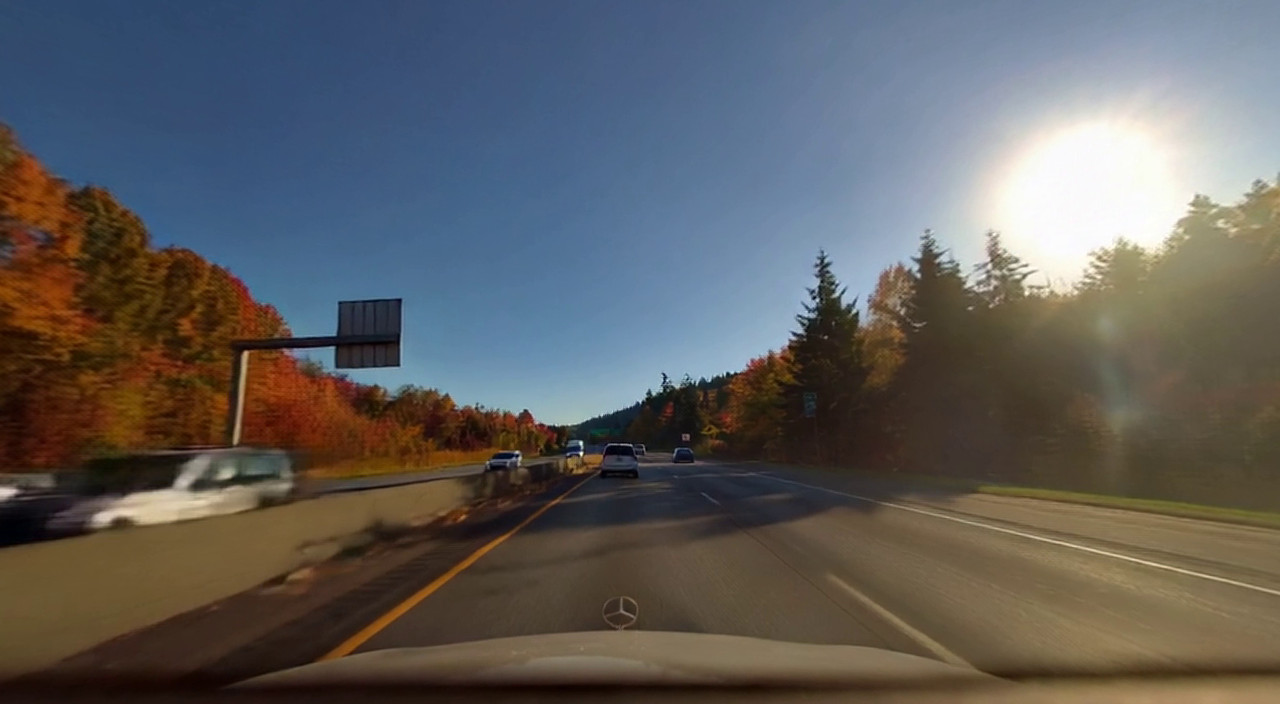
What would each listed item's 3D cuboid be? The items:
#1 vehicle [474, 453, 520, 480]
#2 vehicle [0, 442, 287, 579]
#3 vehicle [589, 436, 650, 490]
[{"bbox_3d":[-9.039,7.253,39.885,1.920,1.524,4.179,-1,-9,0],"label":"vehicle"},{"bbox_3d":[-8.826,2.569,11.149,2.152,1.839,5.038,-1,-9,0],"label":"vehicle"},{"bbox_3d":[-0.659,3.838,21.893,1.937,1.699,3.936,-1,-9,0],"label":"vehicle"}]
